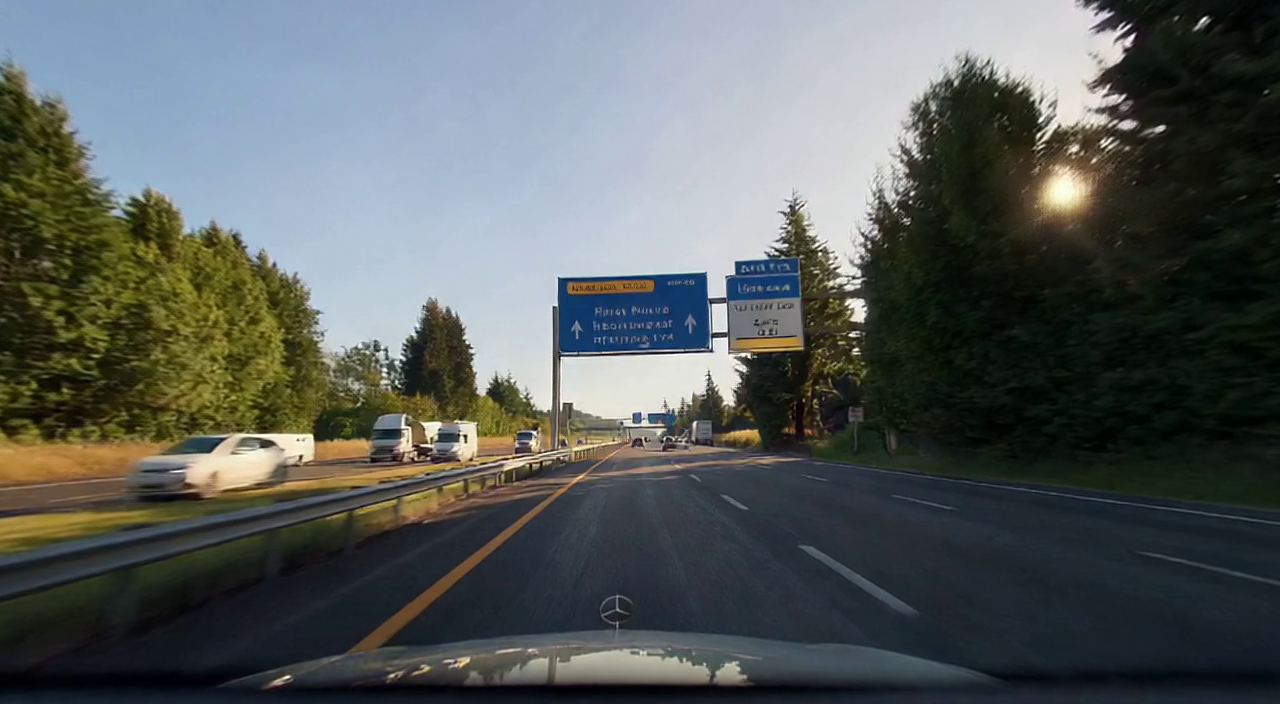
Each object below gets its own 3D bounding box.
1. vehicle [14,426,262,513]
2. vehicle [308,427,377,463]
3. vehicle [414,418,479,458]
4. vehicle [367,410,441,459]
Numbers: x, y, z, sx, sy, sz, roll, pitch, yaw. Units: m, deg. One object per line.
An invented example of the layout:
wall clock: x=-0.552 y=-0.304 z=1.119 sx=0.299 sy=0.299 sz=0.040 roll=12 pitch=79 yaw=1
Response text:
vehicle: x=-9.403 y=2.188 z=12.260 sx=1.777 sy=1.420 sz=3.657 roll=0 pitch=-8 yaw=0
vehicle: x=-13.553 y=4.246 z=28.840 sx=1.684 sy=1.545 sz=2.900 roll=0 pitch=-8 yaw=0
vehicle: x=-13.127 y=5.908 z=43.403 sx=2.205 sy=2.451 sz=7.175 roll=0 pitch=-8 yaw=0
vehicle: x=-17.451 y=6.179 z=47.230 sx=2.901 sy=3.354 sz=7.008 roll=0 pitch=-8 yaw=-1
